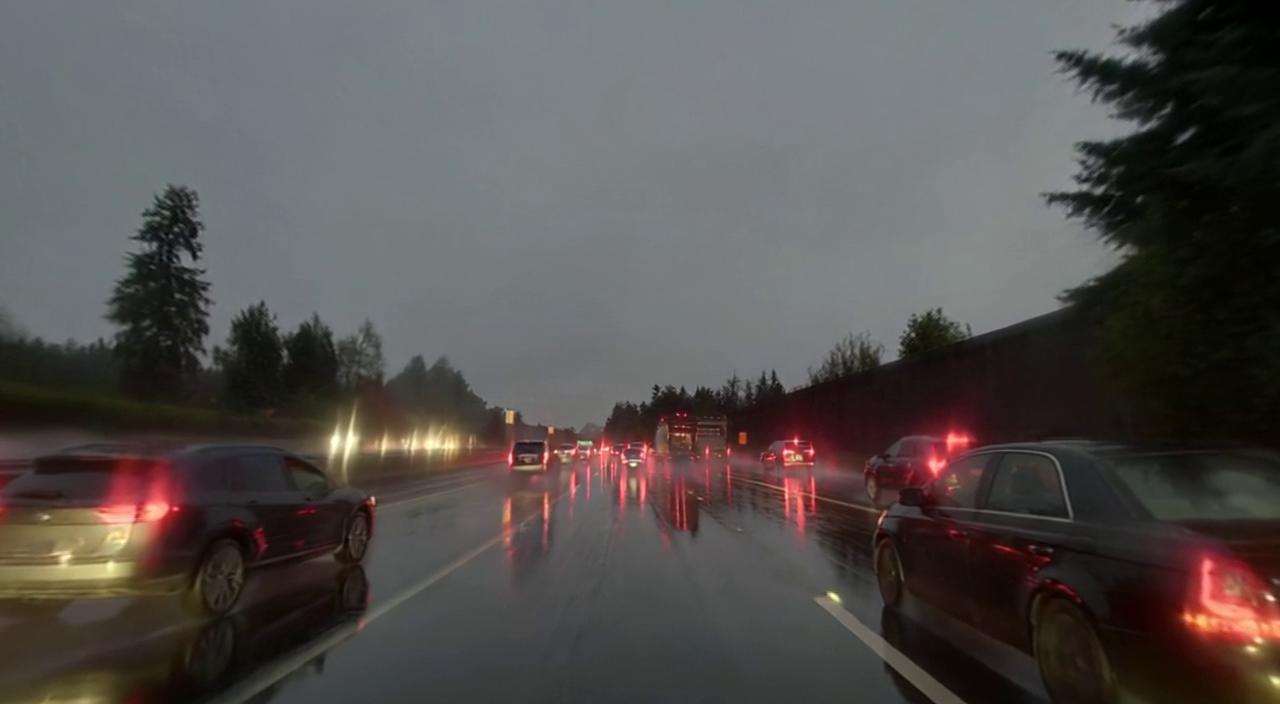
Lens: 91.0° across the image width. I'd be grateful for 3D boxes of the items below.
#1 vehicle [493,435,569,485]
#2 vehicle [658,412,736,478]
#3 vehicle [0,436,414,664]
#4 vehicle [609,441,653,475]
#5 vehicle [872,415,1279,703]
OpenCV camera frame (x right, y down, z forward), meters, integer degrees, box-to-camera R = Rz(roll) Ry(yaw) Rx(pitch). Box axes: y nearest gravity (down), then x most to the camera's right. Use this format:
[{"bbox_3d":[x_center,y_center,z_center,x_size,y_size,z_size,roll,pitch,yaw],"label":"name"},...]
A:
[{"bbox_3d":[-4.235,4.305,25.345,2.176,1.783,4.799,0,-9,0],"label":"vehicle"},{"bbox_3d":[3.048,5.606,37.896,3.426,3.279,12.313,0,-9,-1],"label":"vehicle"},{"bbox_3d":[-4.061,1.584,6.224,1.947,1.424,4.264,0,-9,2],"label":"vehicle"},{"bbox_3d":[-0.483,5.634,33.693,2.235,1.682,4.094,0,-9,-1],"label":"vehicle"},{"bbox_3d":[3.114,1.183,3.462,2.031,1.504,4.327,0,-9,0],"label":"vehicle"}]
